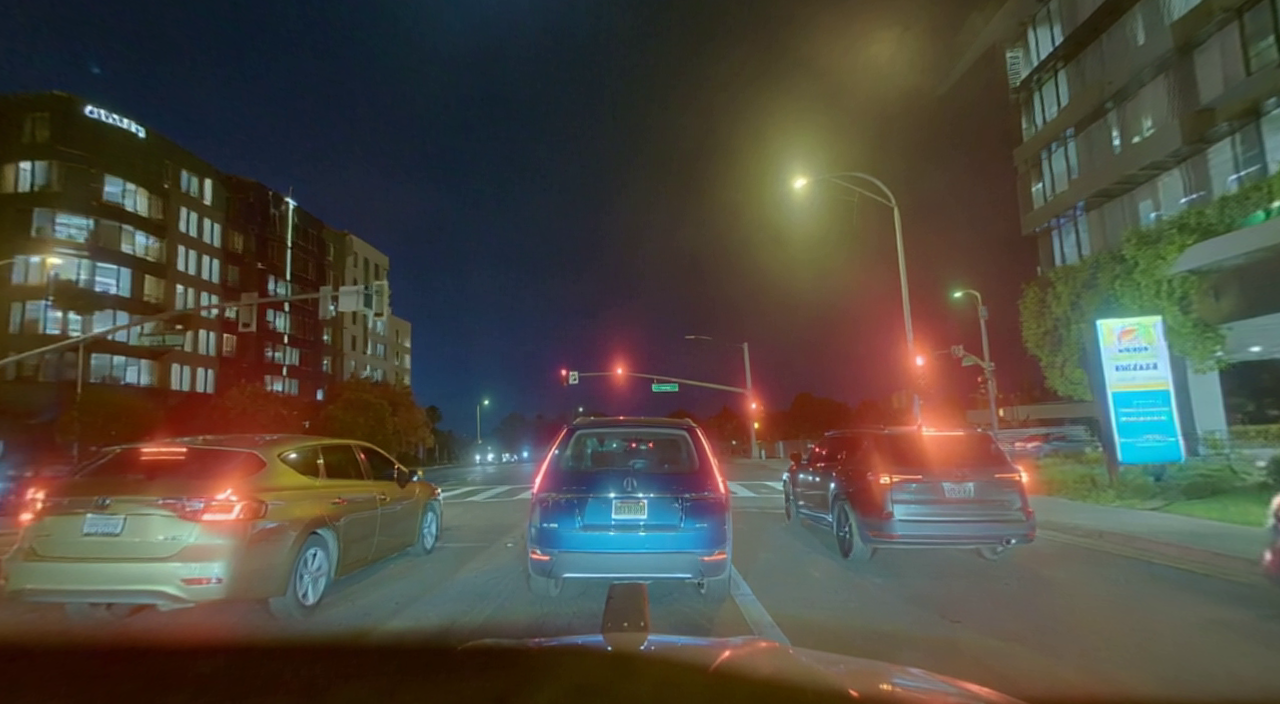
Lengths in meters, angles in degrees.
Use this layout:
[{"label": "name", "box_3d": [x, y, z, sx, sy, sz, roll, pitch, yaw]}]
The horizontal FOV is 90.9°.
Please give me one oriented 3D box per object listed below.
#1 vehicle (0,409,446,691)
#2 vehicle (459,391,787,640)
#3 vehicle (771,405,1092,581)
[{"label": "vehicle", "box_3d": [-3.546, 1.424, 5.813, 1.906, 1.524, 4.547, 0, -8, 2]}, {"label": "vehicle", "box_3d": [-0.127, 1.412, 6.440, 2.195, 1.662, 4.262, 0, -8, 0]}, {"label": "vehicle", "box_3d": [3.217, 1.661, 8.259, 2.004, 1.646, 4.554, 0, -8, 0]}]
